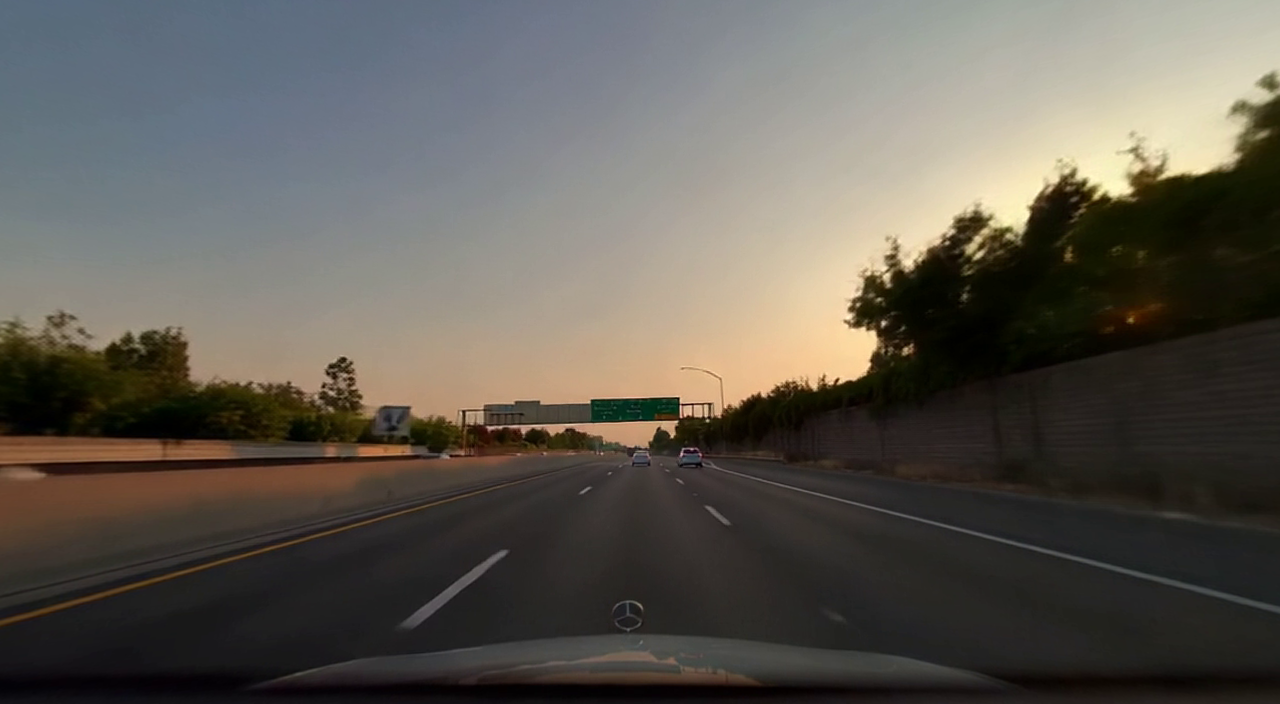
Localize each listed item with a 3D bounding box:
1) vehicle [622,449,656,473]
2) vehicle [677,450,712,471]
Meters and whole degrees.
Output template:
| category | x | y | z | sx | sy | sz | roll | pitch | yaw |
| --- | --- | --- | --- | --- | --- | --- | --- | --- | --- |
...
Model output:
| category | x | y | z | sx | sy | sz | roll | pitch | yaw |
| --- | --- | --- | --- | --- | --- | --- | --- | --- | --- |
| vehicle | -0.093 | 6.855 | 39.796 | 2.065 | 1.400 | 4.028 | 0 | -9 | -1 |
| vehicle | 3.557 | 7.177 | 41.689 | 1.883 | 1.320 | 3.386 | 0 | -9 | -2 |
